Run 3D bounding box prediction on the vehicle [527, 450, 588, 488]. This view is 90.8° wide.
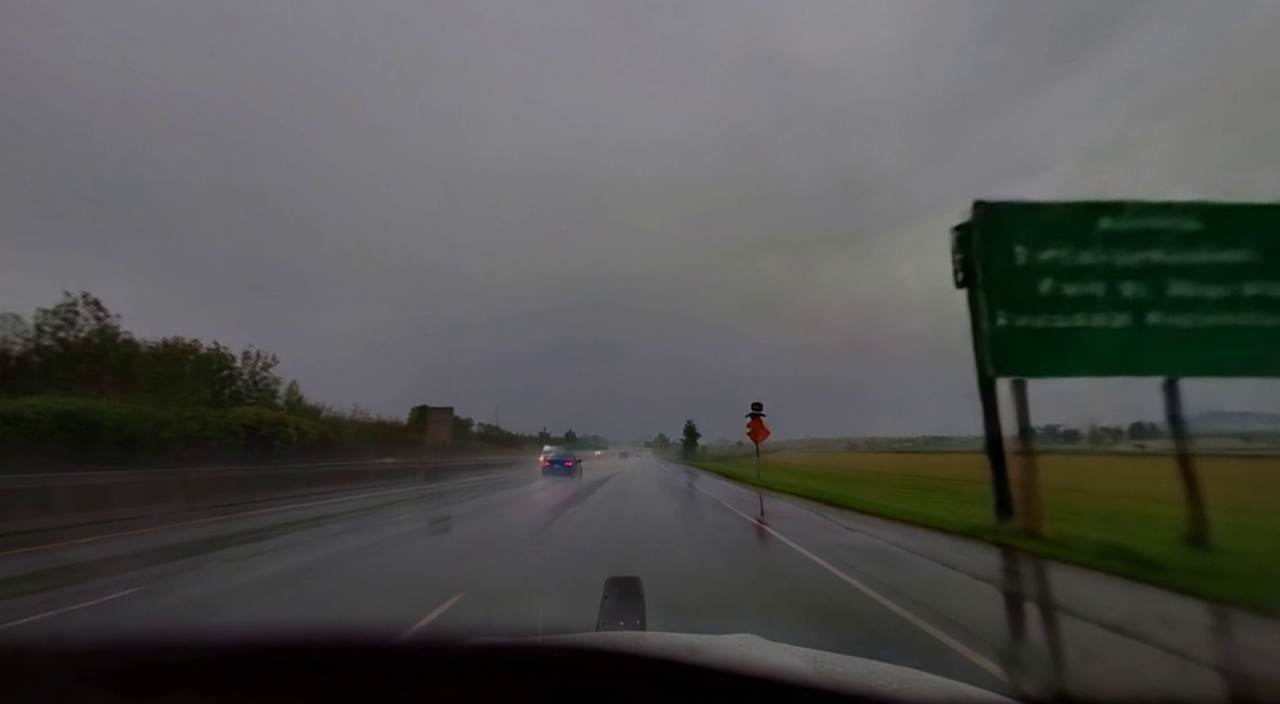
[{"bbox_3d":[-3.568,5.158,28.083,2.121,1.537,3.852,0,-9,1],"label":"vehicle"}]
